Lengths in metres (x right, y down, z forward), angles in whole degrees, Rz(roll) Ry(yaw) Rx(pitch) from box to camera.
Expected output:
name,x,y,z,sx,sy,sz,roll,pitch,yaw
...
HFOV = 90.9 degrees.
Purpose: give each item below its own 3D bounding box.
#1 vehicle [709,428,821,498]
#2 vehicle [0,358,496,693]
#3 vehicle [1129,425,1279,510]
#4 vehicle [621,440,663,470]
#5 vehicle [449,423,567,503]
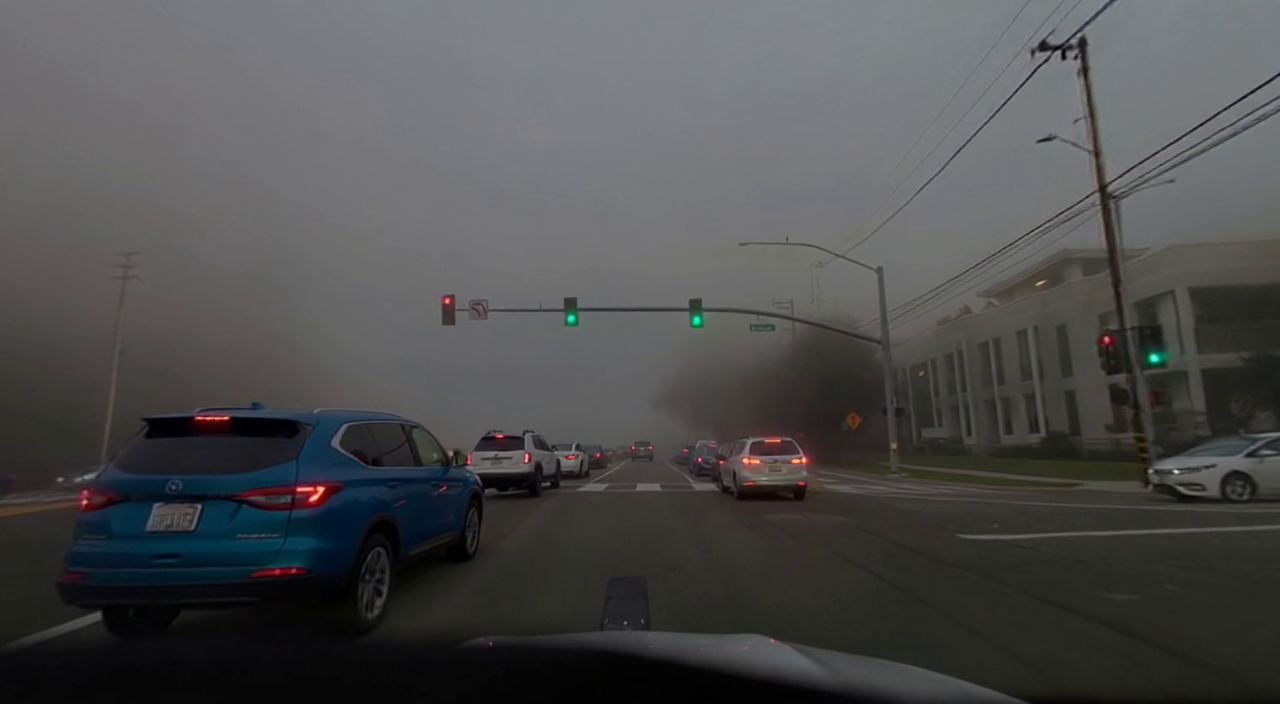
name,x,y,z,sx,sy,sz,roll,pitch,yaw
vehicle,3.383,3.116,18.069,2.201,1.734,4.564,0,-8,-1
vehicle,-2.903,1.225,5.548,2.127,1.754,4.287,0,-8,2
vehicle,12.807,2.298,12.690,4.119,1.574,2.028,-3,-9,19
vehicle,0.115,5.613,34.516,2.185,1.515,4.215,0,-8,0
vehicle,-3.145,2.748,15.972,1.958,1.744,4.315,0,-8,1
